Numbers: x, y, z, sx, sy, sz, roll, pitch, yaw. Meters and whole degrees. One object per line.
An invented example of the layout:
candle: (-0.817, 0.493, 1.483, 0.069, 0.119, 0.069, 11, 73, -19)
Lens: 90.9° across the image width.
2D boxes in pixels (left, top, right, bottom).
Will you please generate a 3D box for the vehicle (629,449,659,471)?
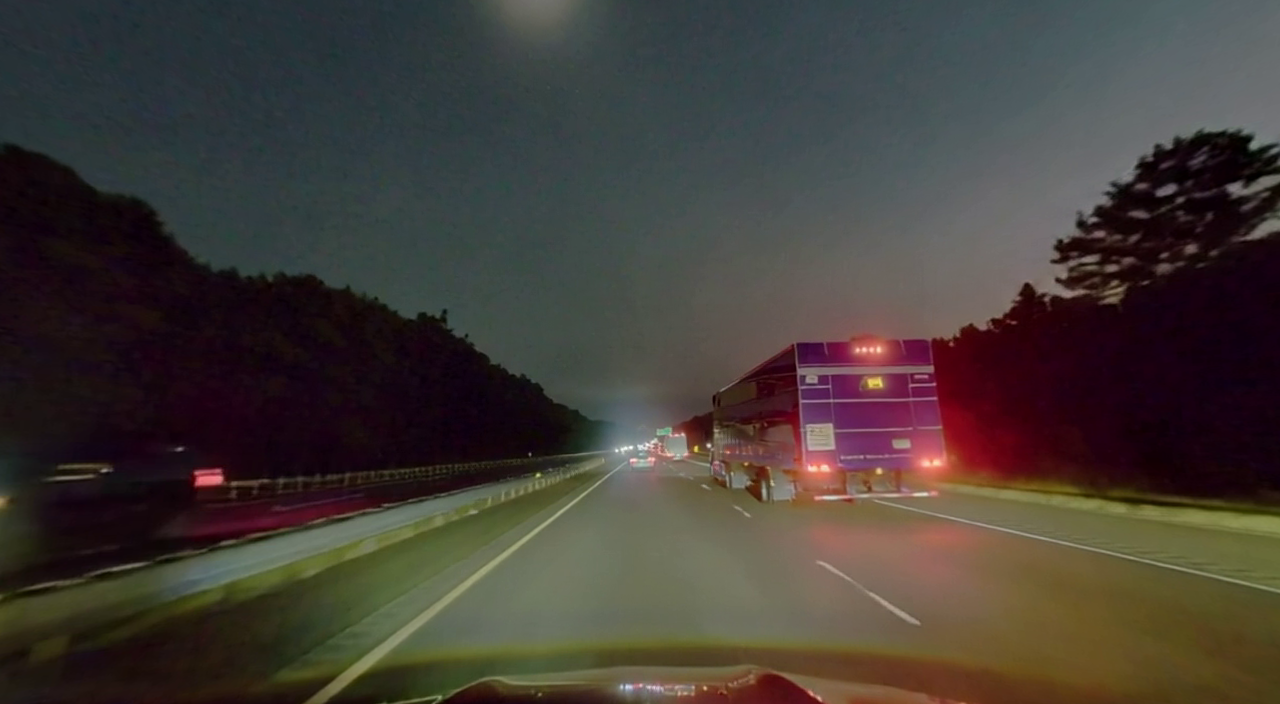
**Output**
vehicle: (0.284, 7.190, 42.122, 1.926, 1.386, 3.615, 0, -9, 0)

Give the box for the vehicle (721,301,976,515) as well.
vehicle: (4.875, 2.131, 19.236, 2.939, 4.129, 14.300, 0, -9, 0)

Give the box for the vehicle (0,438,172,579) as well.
vehicle: (-8.503, 1.890, 7.777, 2.081, 1.624, 4.314, 0, -9, 0)
